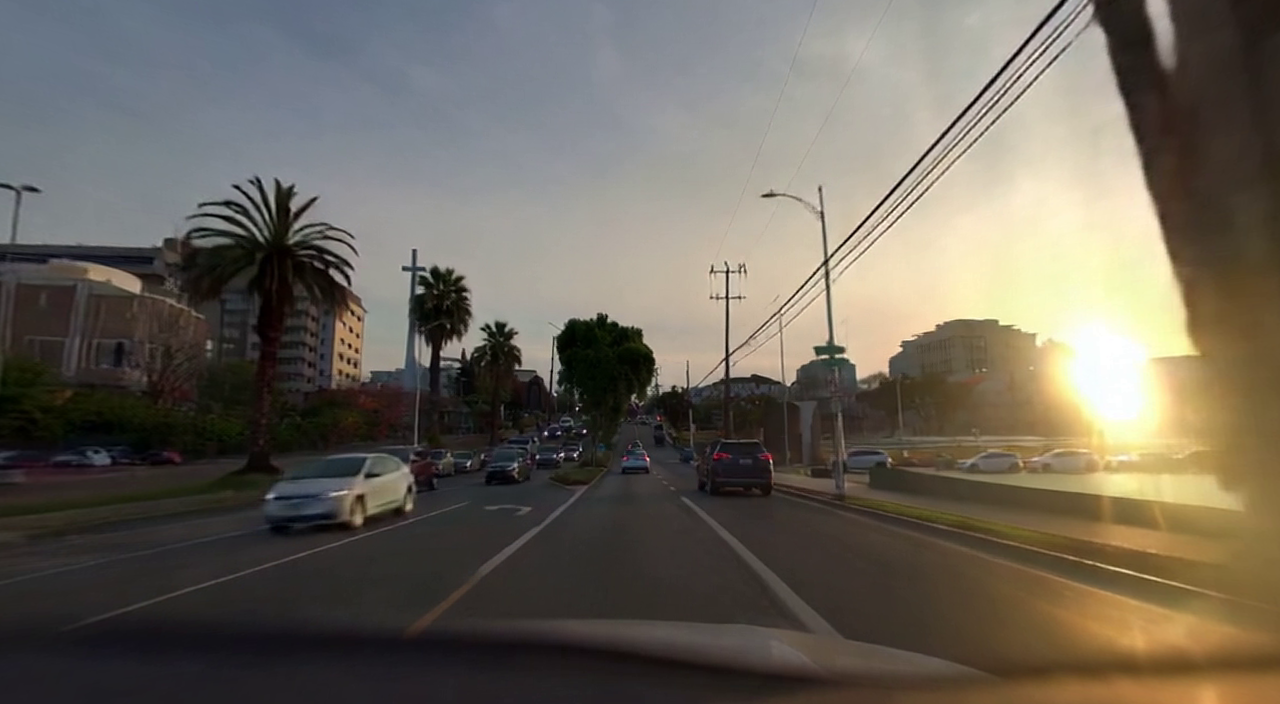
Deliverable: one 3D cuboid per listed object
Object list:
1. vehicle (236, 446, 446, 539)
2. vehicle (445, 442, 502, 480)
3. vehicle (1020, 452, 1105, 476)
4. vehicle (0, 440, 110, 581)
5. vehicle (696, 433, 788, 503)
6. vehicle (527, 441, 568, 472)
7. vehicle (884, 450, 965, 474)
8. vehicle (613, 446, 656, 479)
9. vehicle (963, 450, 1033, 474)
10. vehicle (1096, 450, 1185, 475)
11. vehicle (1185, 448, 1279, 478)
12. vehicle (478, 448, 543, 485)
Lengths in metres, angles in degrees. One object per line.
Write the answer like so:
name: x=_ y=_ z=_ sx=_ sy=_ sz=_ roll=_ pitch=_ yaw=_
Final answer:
vehicle: x=-5.859 y=2.764 z=13.203 sx=2.135 sy=1.542 sz=4.575 roll=-1 pitch=-8 yaw=0
vehicle: x=-9.143 y=5.988 z=34.969 sx=2.037 sy=1.939 sz=3.958 roll=-1 pitch=-8 yaw=0
vehicle: x=29.881 y=7.946 z=44.814 sx=4.463 sy=1.600 sz=2.122 roll=-1 pitch=-8 yaw=0
vehicle: x=-9.104 y=1.959 z=7.583 sx=1.933 sy=1.763 sz=4.023 roll=-1 pitch=-8 yaw=0
vehicle: x=2.957 y=3.462 z=19.326 sx=1.995 sy=1.858 sz=4.333 roll=0 pitch=-8 yaw=-1
vehicle: x=-6.169 y=7.008 z=42.591 sx=2.106 sy=1.890 sz=4.783 roll=0 pitch=-8 yaw=-1
vehicle: x=20.237 y=7.808 z=45.039 sx=4.673 sy=1.592 sz=2.193 roll=-1 pitch=-8 yaw=1
vehicle: x=-0.305 y=5.954 z=34.406 sx=2.196 sy=1.655 sz=3.939 roll=-1 pitch=-8 yaw=0
vehicle: x=25.332 y=7.812 z=44.815 sx=3.611 sy=1.590 sz=2.171 roll=0 pitch=-9 yaw=-1
vehicle: x=35.686 y=7.872 z=45.108 sx=4.642 sy=1.646 sz=2.017 roll=0 pitch=-9 yaw=-1
vehicle: x=43.010 y=7.908 z=45.220 sx=5.613 sy=2.019 sz=2.704 roll=0 pitch=-8 yaw=-6
vehicle: x=-5.935 y=5.279 z=29.528 sx=2.074 sy=1.541 sz=4.395 roll=-1 pitch=-8 yaw=0
